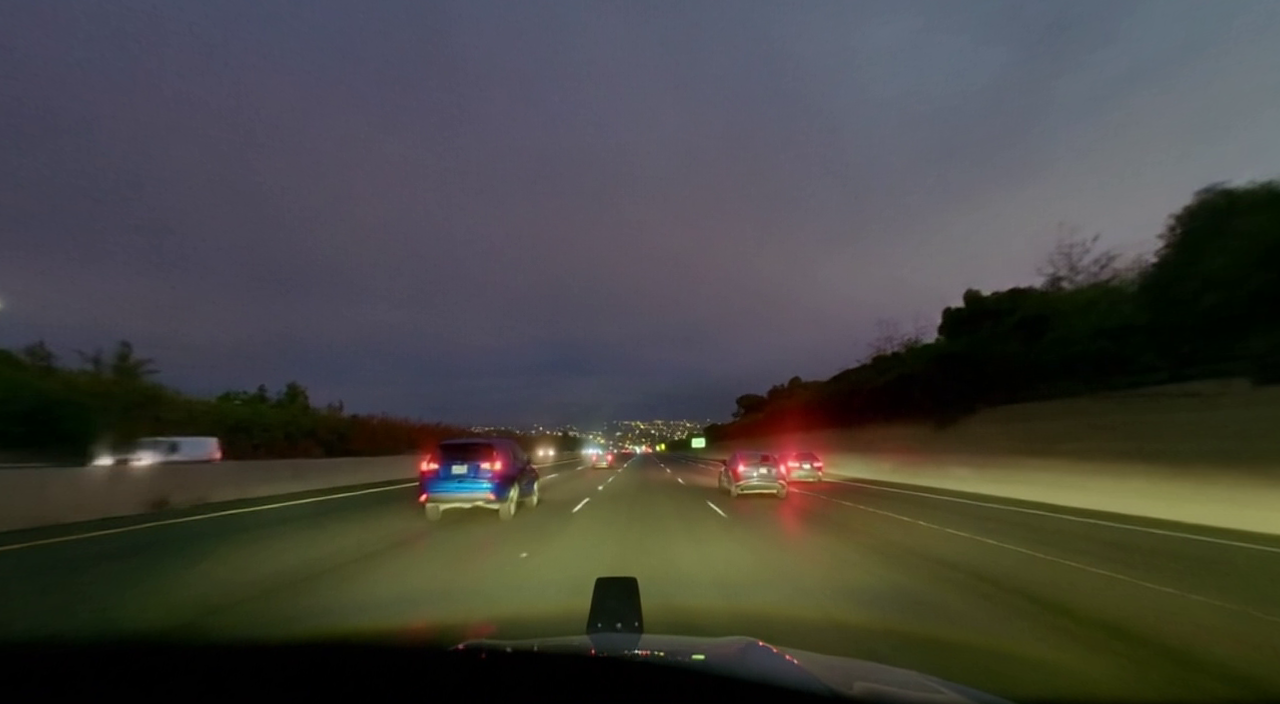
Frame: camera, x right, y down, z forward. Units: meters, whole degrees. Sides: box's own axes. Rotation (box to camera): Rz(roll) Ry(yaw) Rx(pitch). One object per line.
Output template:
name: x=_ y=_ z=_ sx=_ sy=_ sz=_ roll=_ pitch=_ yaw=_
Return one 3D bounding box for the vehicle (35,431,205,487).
vehicle: x=-21.726 y=4.506 z=26.771 sx=2.319 sy=2.090 sz=5.628 roll=0 pitch=-9 yaw=1

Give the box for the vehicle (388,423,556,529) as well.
vehicle: x=-3.114 y=2.414 z=12.835 sx=2.137 sy=1.756 sz=4.453 roll=0 pitch=-9 yaw=1

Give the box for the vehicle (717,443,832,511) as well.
vehicle: x=3.272 y=3.118 z=16.181 sx=1.979 sy=1.486 sz=4.125 roll=0 pitch=-9 yaw=-1
